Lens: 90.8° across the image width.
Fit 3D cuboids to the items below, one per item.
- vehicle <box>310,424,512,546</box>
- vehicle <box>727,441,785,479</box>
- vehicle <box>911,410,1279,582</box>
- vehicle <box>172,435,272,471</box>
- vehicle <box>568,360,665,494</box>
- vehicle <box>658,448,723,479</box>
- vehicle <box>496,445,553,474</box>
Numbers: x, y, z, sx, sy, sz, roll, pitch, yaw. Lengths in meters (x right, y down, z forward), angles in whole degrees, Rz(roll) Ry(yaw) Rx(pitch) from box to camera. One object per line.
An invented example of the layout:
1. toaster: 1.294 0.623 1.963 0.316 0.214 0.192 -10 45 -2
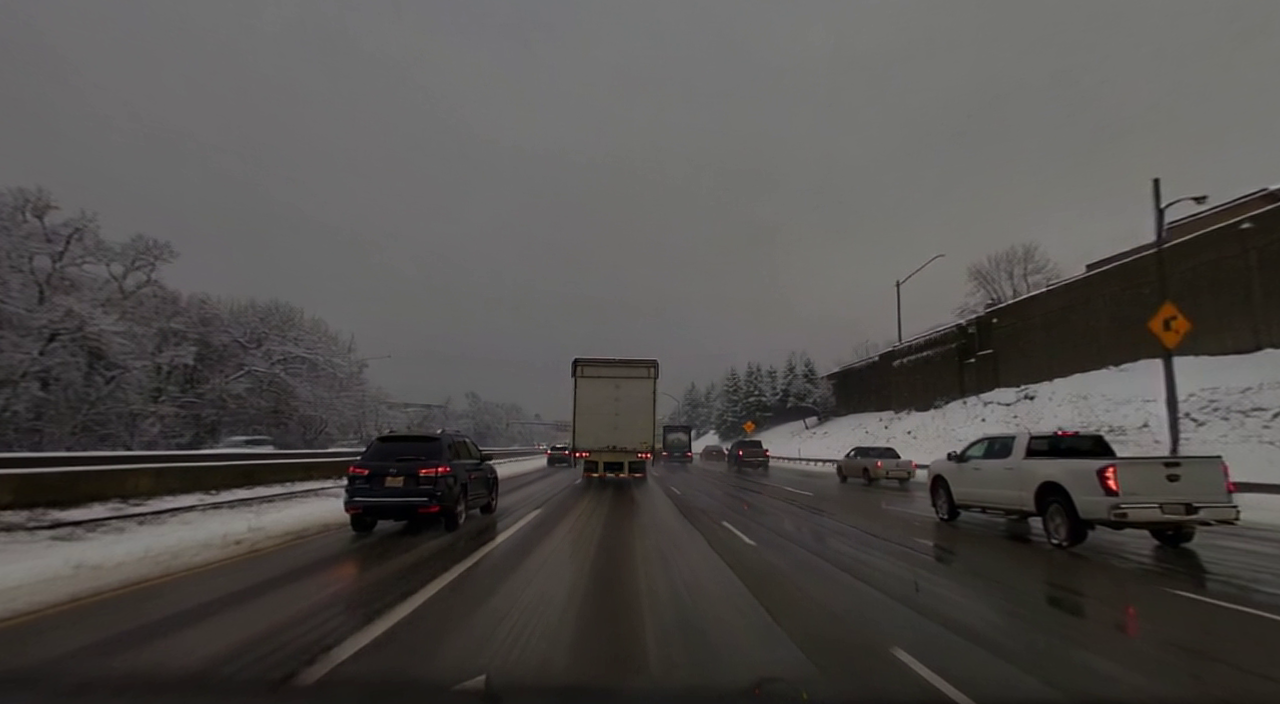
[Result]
1. vehicle: -3.542 2.127 10.735 1.946 1.641 4.105 0 -9 -1
2. vehicle: 6.203 5.815 34.301 2.070 1.888 4.546 0 -9 -2
3. vehicle: 6.170 1.844 9.033 2.188 1.731 5.031 0 -9 -2
4. vehicle: -19.665 4.773 29.965 1.857 1.550 4.200 0 -9 -1
5. vehicle: -0.750 3.053 24.478 2.906 4.040 10.743 0 -9 0
6. vehicle: 2.615 6.257 35.885 3.009 1.501 8.887 0 -9 0
7. vehicle: -6.257 5.898 34.876 1.973 1.471 4.779 -1 -9 4
